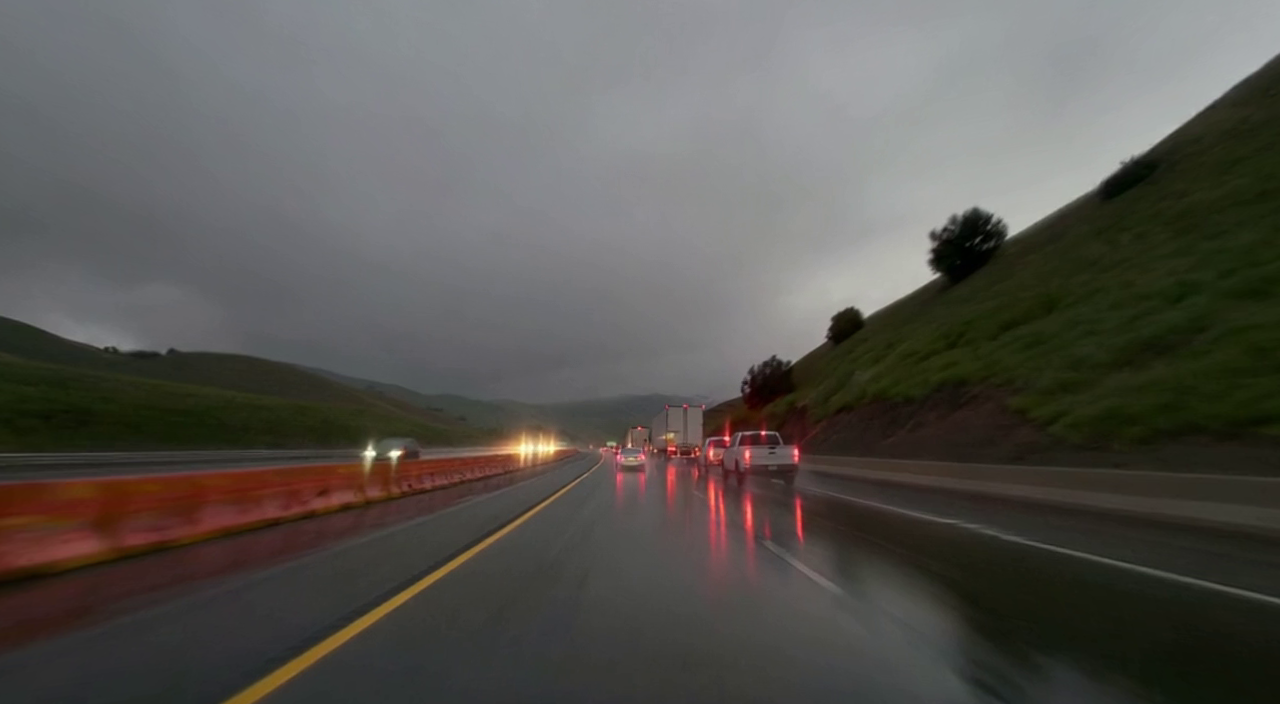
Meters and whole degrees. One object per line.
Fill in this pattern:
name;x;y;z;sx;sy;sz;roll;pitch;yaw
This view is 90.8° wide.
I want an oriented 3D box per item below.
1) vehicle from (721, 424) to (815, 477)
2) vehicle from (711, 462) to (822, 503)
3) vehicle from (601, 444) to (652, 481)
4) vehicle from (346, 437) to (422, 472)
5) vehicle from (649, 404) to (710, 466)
vehicle;3.800;3.051;19.552;1.873;1.465;4.264;0;-9;-2
vehicle;3.728;3.989;19.713;2.129;0.956;5.390;0;-9;-3
vehicle;-0.590;4.649;26.798;2.029;1.437;3.794;0;-9;-2
vehicle;-11.393;4.578;28.322;1.828;1.468;3.802;0;-9;-1
vehicle;2.679;6.616;48.914;2.911;4.099;14.578;1;-9;-4
